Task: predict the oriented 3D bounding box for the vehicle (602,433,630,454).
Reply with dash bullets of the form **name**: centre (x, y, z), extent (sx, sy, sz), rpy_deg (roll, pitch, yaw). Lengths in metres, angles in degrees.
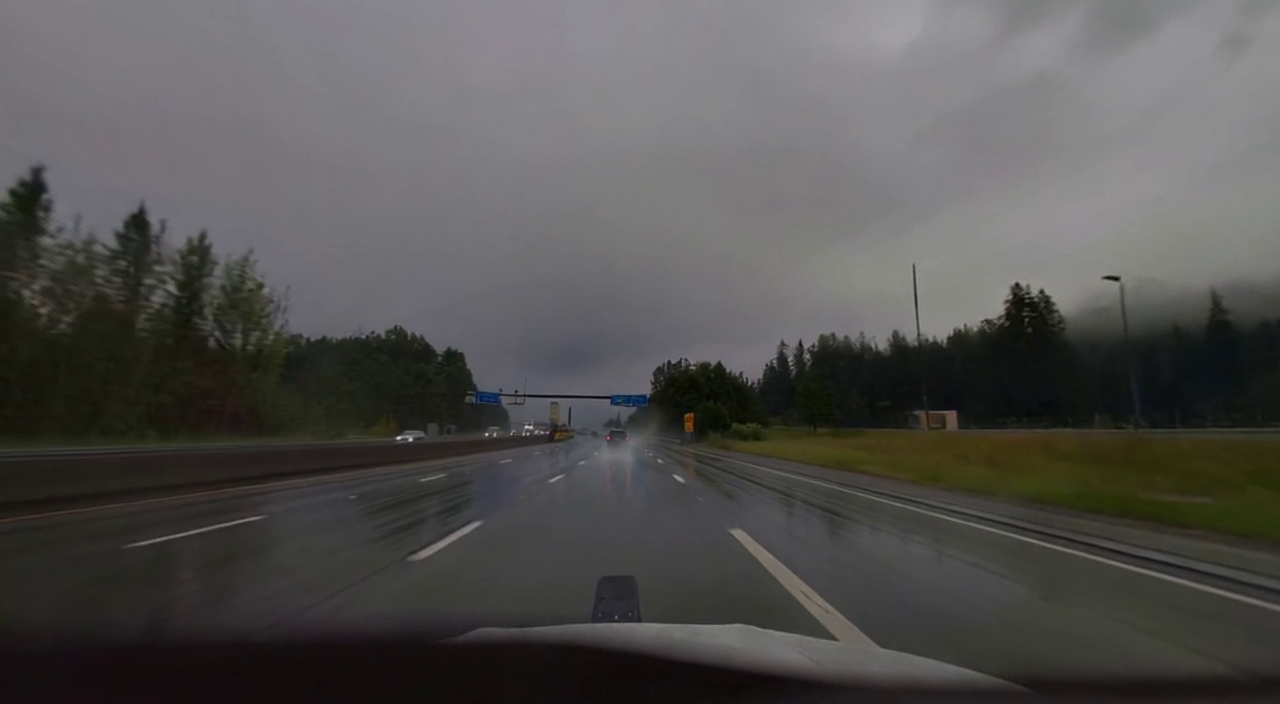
- **vehicle**: centre (-1.796, 6.829, 47.180), extent (2.000, 1.491, 3.913), rpy_deg (0, -8, -2)
